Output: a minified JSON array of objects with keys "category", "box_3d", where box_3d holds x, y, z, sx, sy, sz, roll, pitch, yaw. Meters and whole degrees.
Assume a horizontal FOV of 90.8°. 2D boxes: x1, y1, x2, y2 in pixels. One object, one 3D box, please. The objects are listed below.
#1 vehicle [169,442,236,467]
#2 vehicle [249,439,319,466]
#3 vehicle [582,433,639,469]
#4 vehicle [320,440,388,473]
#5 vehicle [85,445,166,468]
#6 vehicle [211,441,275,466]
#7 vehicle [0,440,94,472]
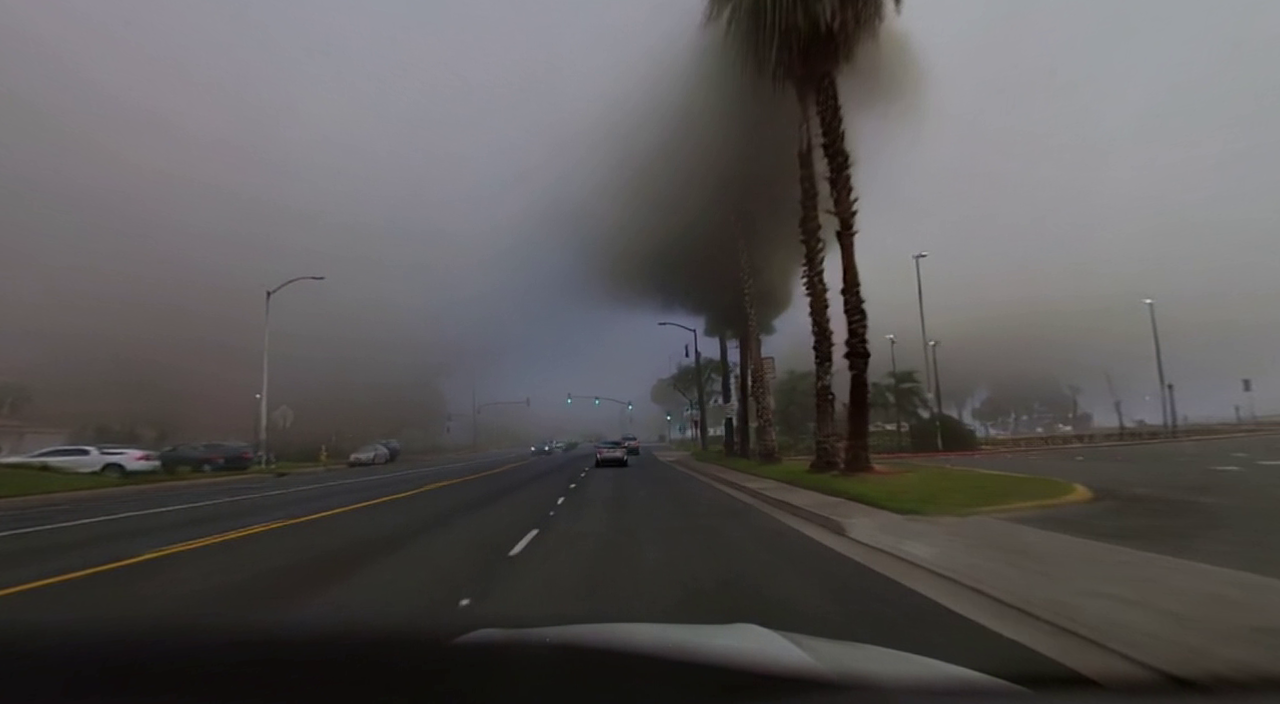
[{"category":"vehicle","box_3d":[-29.623,6.929,42.938,1.812,1.585,3.938,0,-8,-3]},{"category":"vehicle","box_3d":[-24.489,6.885,43.634,1.974,1.470,4.892,-4,-7,1]},{"category":"vehicle","box_3d":[-1.265,4.514,29.018,2.060,1.526,3.859,-1,-8,6]},{"category":"vehicle","box_3d":[-14.412,5.202,31.709,1.903,1.487,4.784,6,-11,-38]},{"category":"vehicle","box_3d":[-35.160,7.155,43.340,1.940,1.474,4.384,0,-8,-1]},{"category":"vehicle","box_3d":[-27.120,6.923,43.327,1.816,1.586,3.958,0,-8,-1]},{"category":"vehicle","box_3d":[-40.630,7.054,43.383,1.945,1.840,5.062,-4,-7,-2]}]
